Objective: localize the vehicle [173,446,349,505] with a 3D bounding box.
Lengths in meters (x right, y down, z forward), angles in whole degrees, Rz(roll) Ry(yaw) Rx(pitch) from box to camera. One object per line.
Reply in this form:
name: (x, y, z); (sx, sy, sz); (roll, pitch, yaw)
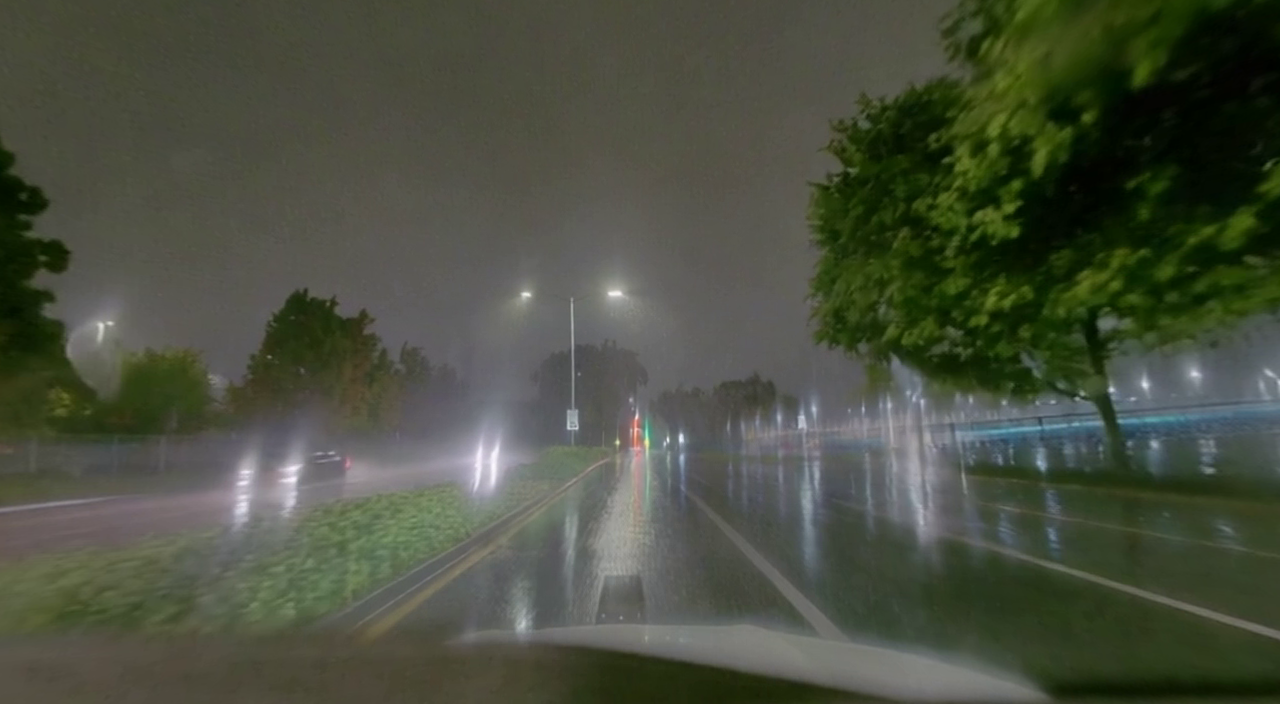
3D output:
vehicle: (-10.815, 3.514, 18.564); (2.173, 1.460, 4.661); (0, -8, 2)
